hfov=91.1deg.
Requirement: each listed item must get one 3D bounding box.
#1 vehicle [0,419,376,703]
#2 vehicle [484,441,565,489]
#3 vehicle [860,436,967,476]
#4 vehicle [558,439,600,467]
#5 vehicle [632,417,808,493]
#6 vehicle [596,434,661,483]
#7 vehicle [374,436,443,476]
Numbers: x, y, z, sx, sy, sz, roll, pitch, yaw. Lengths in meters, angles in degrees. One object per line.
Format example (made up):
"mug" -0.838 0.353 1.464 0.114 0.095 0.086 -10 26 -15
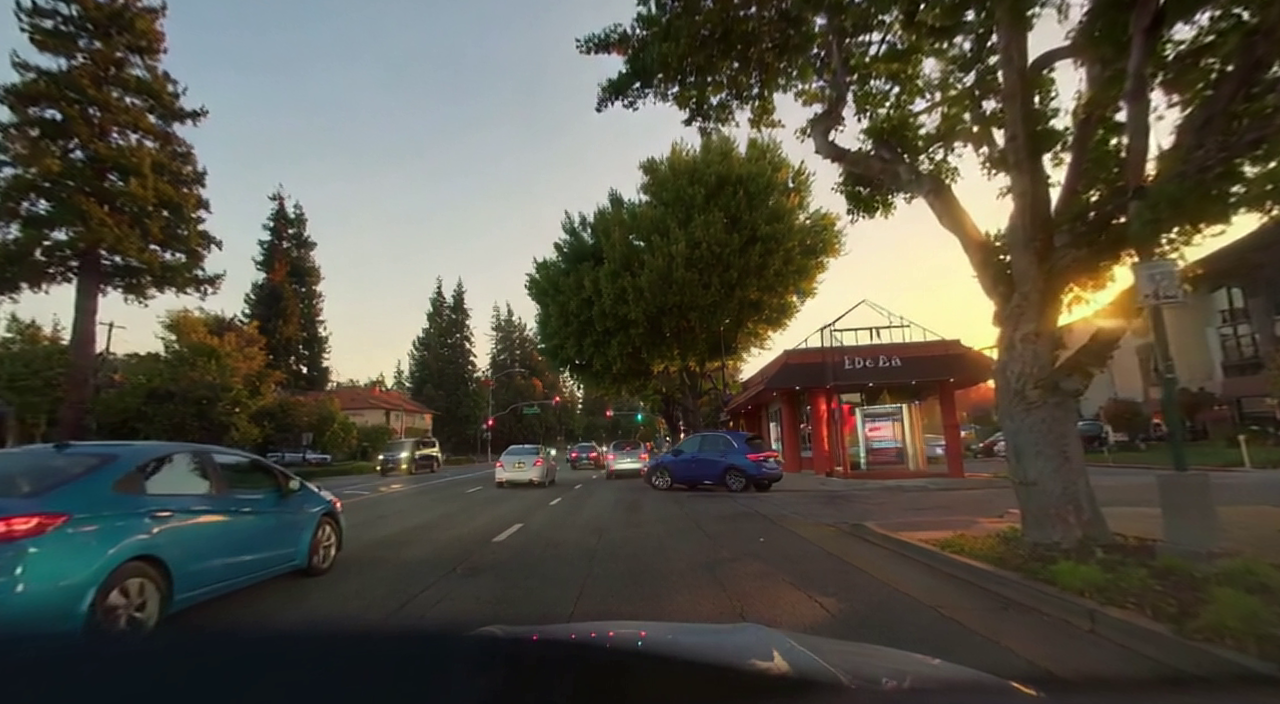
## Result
"vehicle" -4.044 1.353 4.919 2.026 1.466 4.282 0 -9 1
"vehicle" -3.882 3.876 21.863 2.042 1.470 4.123 0 -9 0
"vehicle" 12.310 4.714 28.420 3.871 1.525 1.835 -3 -10 0
"vehicle" -3.684 6.183 38.561 2.053 1.652 3.873 0 -9 2
"vehicle" 2.281 2.991 18.363 4.642 1.955 2.052 -5 -10 30
"vehicle" -0.332 3.949 23.453 2.206 1.666 3.912 0 -9 2
"vehicle" -16.748 7.563 45.813 2.537 2.696 6.281 0 -9 1
